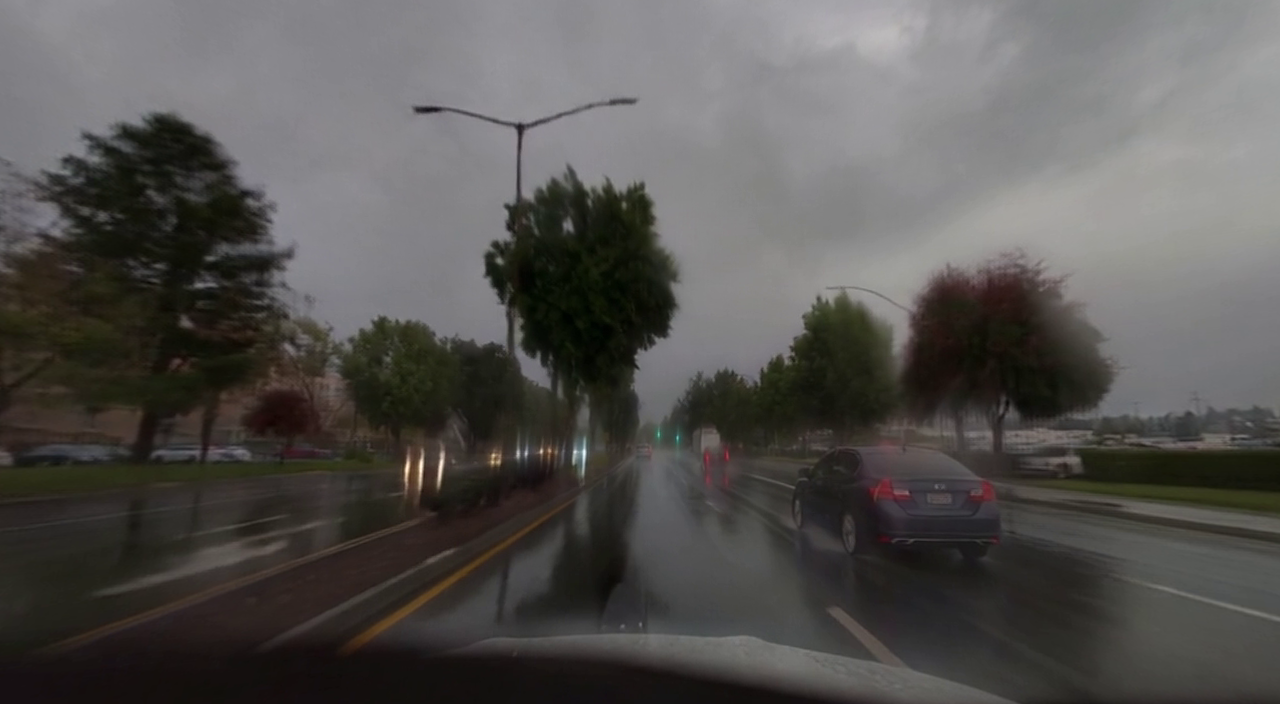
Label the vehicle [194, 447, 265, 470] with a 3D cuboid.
[{"bbox_3d":[-28.315,7.330,43.461,1.861,1.451,4.533,0,-9,0],"label":"vehicle"}]

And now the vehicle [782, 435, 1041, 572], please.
[{"bbox_3d":[3.555,2.036,9.309,1.935,1.501,4.384,0,-9,1],"label":"vehicle"}]

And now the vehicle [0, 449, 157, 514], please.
[{"bbox_3d":[-15.774,3.358,16.796,1.889,1.463,4.652,0,-9,1],"label":"vehicle"}]

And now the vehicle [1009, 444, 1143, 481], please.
[{"bbox_3d":[19.576,4.957,28.302,4.648,1.568,1.919,1,-9,-3],"label":"vehicle"}]

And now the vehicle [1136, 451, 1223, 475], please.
[{"bbox_3d":[36.641,7.512,42.789,1.804,1.447,4.676,0,-9,1],"label":"vehicle"}]

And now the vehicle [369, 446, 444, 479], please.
[{"bbox_3d":[-11.863,5.630,32.261,1.983,1.567,4.557,0,-9,1],"label":"vehicle"}]

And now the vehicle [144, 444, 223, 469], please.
[{"bbox_3d":[-31.545,7.221,43.553,1.950,1.569,4.435,0,-9,2],"label":"vehicle"}]
